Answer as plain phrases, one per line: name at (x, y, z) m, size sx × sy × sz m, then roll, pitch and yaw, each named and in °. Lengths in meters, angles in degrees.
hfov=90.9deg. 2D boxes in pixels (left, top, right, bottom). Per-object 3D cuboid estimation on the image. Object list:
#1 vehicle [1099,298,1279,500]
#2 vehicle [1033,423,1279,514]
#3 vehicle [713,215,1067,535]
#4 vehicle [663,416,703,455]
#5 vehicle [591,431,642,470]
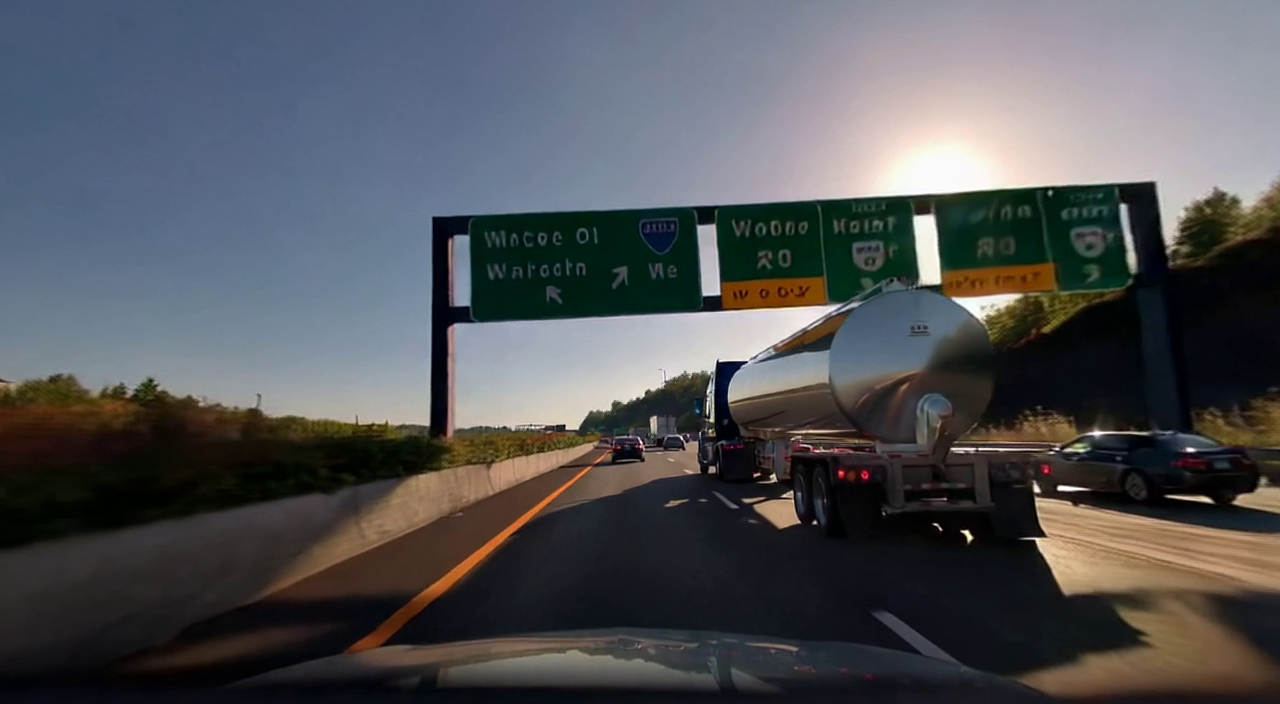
vehicle at (14.644, 0.893, 12.518) m, size 2.878 × 4.124 × 10.050 m, roll 0°, pitch -8°, yaw -4°
vehicle at (9.865, 2.174, 12.297) m, size 1.739 × 1.471 × 3.889 m, roll 0°, pitch -8°, yaw -2°
vehicle at (3.532, 0.847, 12.294) m, size 2.826 × 3.905 × 9.262 m, roll 0°, pitch -8°, yaw -2°
vehicle at (3.211, 6.368, 48.159) m, size 2.475 × 2.782 × 4.986 m, roll 0°, pitch -8°, yaw -3°
vehicle at (-0.951, 4.117, 26.510) m, size 2.000 × 1.510 × 3.518 m, roll 0°, pitch -8°, yaw -1°
